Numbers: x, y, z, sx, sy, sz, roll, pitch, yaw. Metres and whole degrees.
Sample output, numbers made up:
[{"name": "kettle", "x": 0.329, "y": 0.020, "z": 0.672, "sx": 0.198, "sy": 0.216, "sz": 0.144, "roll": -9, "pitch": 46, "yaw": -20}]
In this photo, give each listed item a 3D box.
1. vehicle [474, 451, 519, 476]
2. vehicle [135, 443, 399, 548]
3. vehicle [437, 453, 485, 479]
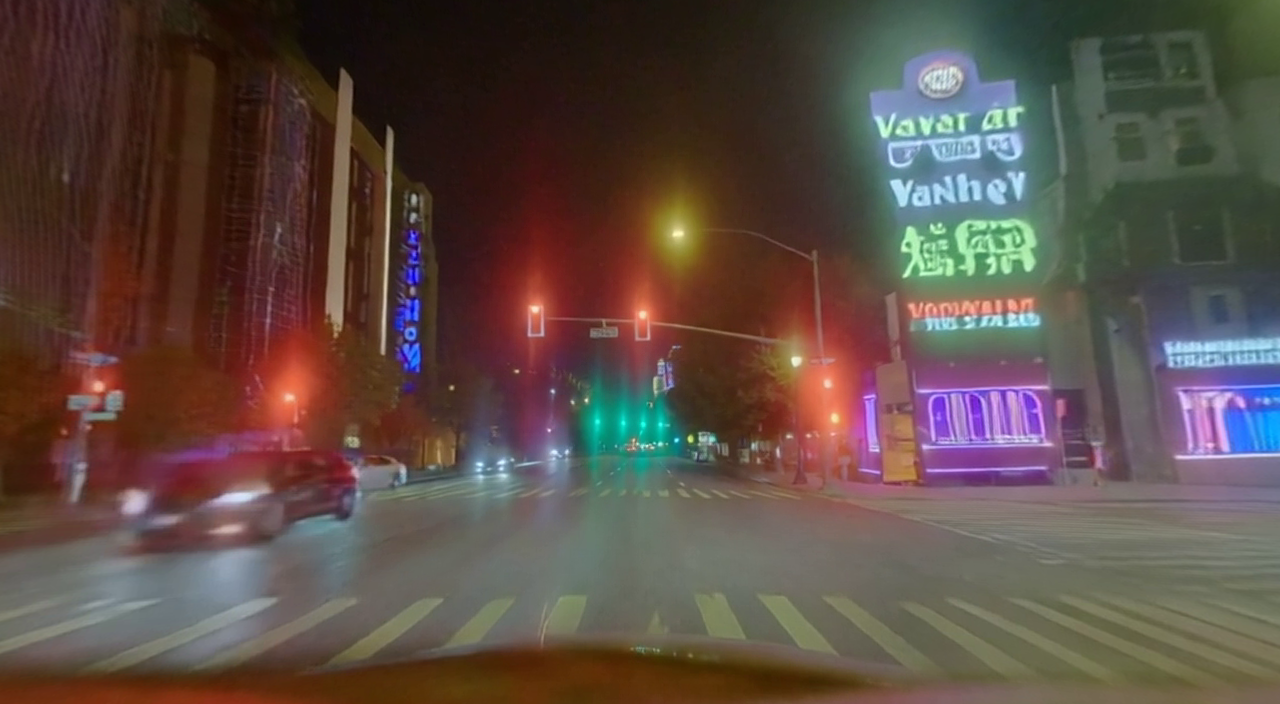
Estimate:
[{"name": "vehicle", "x": -9.161, "y": 7.105, "z": 40.548, "sx": 1.913, "sy": 1.457, "sz": 4.048, "roll": 0, "pitch": -8, "yaw": 1}, {"name": "vehicle", "x": -6.184, "y": 2.368, "z": 11.235, "sx": 2.007, "sy": 1.478, "sz": 4.328, "roll": 0, "pitch": -8, "yaw": 1}, {"name": "vehicle", "x": -12.166, "y": 7.766, "z": 43.093, "sx": 1.960, "sy": 1.554, "sz": 4.050, "roll": -2, "pitch": -8, "yaw": 2}]
